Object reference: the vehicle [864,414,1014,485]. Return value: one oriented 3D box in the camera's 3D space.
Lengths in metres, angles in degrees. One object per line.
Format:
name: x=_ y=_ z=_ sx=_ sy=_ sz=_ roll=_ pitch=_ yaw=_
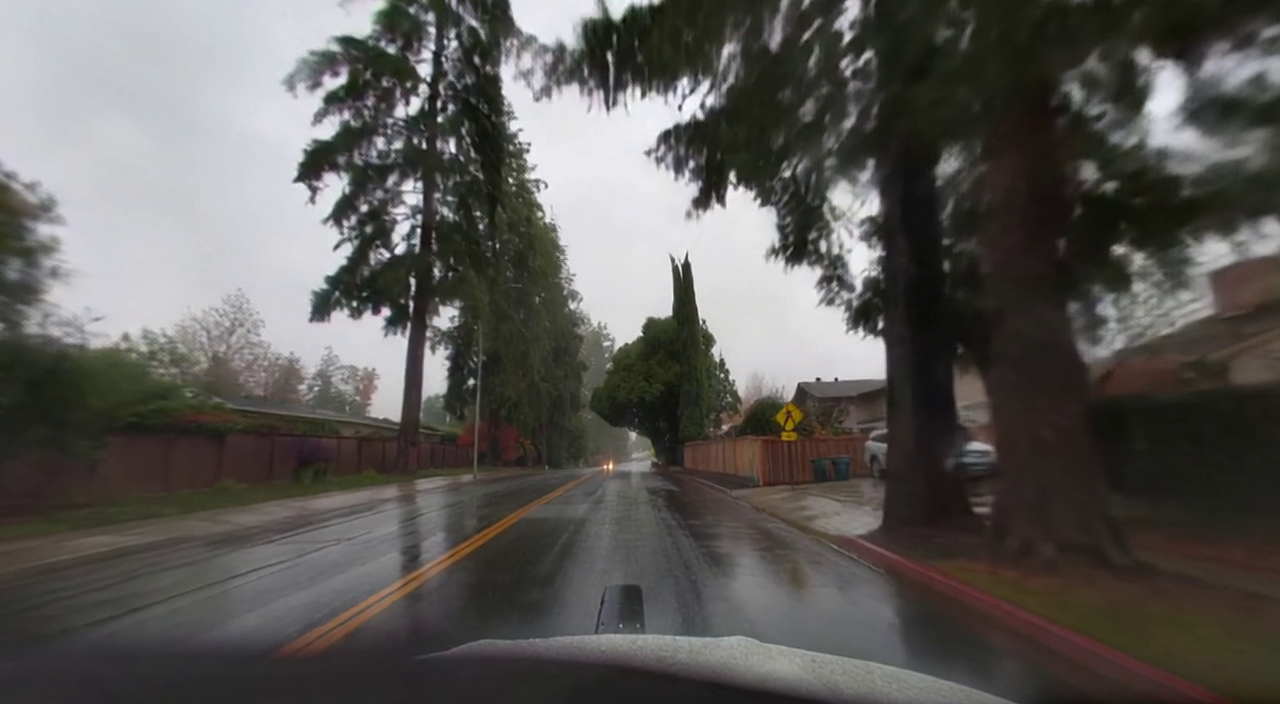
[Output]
vehicle: x=9.771 y=3.282 z=21.435 sx=2.335 sy=2.028 sz=6.172 roll=0 pitch=-9 yaw=3
